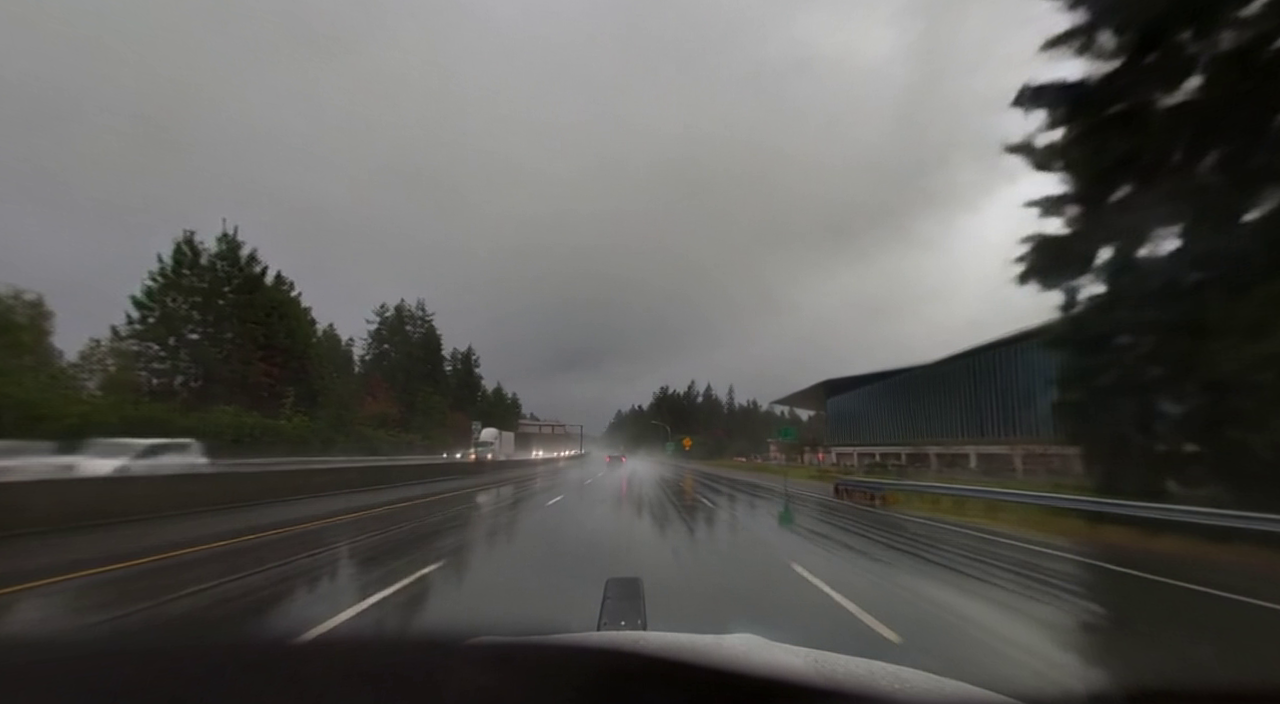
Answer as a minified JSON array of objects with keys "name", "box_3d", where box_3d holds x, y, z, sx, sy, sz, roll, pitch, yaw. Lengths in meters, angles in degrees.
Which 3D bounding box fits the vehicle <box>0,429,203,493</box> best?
[{"name":"vehicle","box_3d":[-14.439,2.936,17.135,1.870,1.489,4.417,0,-9,1]}]
